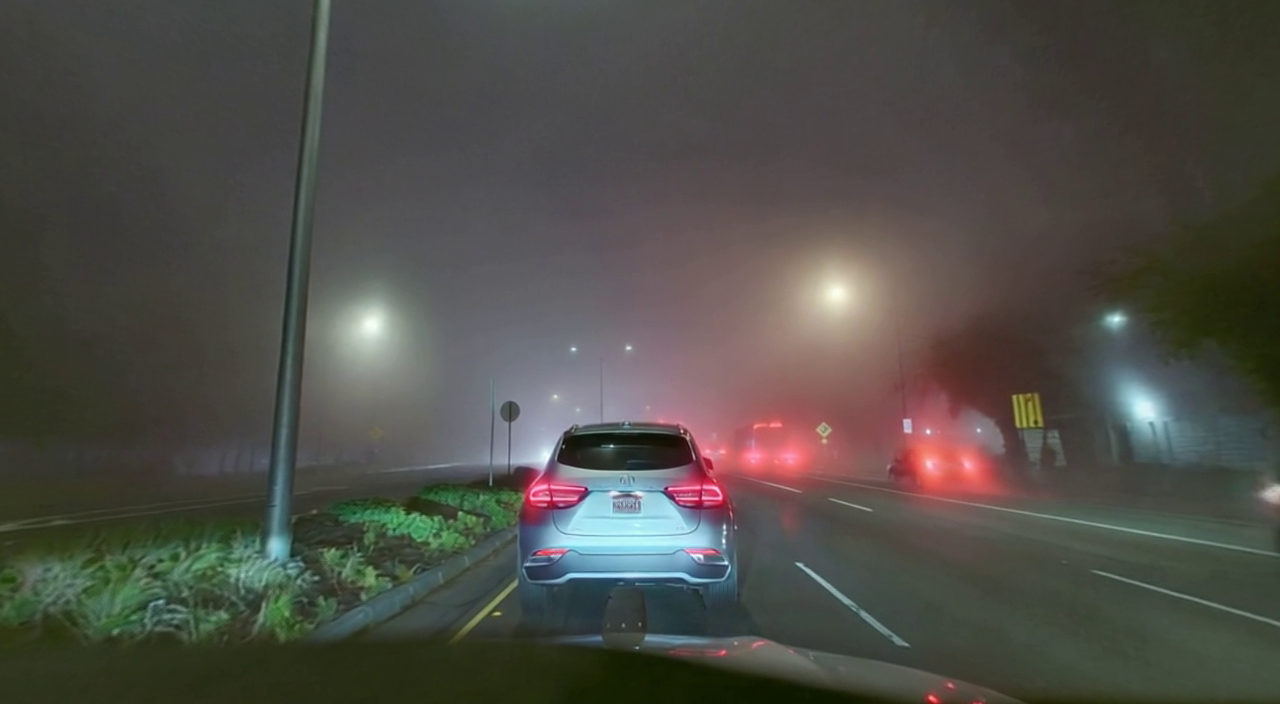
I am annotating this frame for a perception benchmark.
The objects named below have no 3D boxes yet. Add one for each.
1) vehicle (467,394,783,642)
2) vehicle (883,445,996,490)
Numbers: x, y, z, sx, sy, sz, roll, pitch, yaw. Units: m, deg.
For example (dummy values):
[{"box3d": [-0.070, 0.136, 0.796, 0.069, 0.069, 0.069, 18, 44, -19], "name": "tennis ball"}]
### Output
[{"box3d": [-0.146, 1.448, 6.443, 2.172, 1.694, 4.055, 0, -8, -1], "name": "vehicle"}, {"box3d": [11.110, 4.293, 23.717, 1.998, 1.527, 4.489, 0, -9, 0], "name": "vehicle"}]
